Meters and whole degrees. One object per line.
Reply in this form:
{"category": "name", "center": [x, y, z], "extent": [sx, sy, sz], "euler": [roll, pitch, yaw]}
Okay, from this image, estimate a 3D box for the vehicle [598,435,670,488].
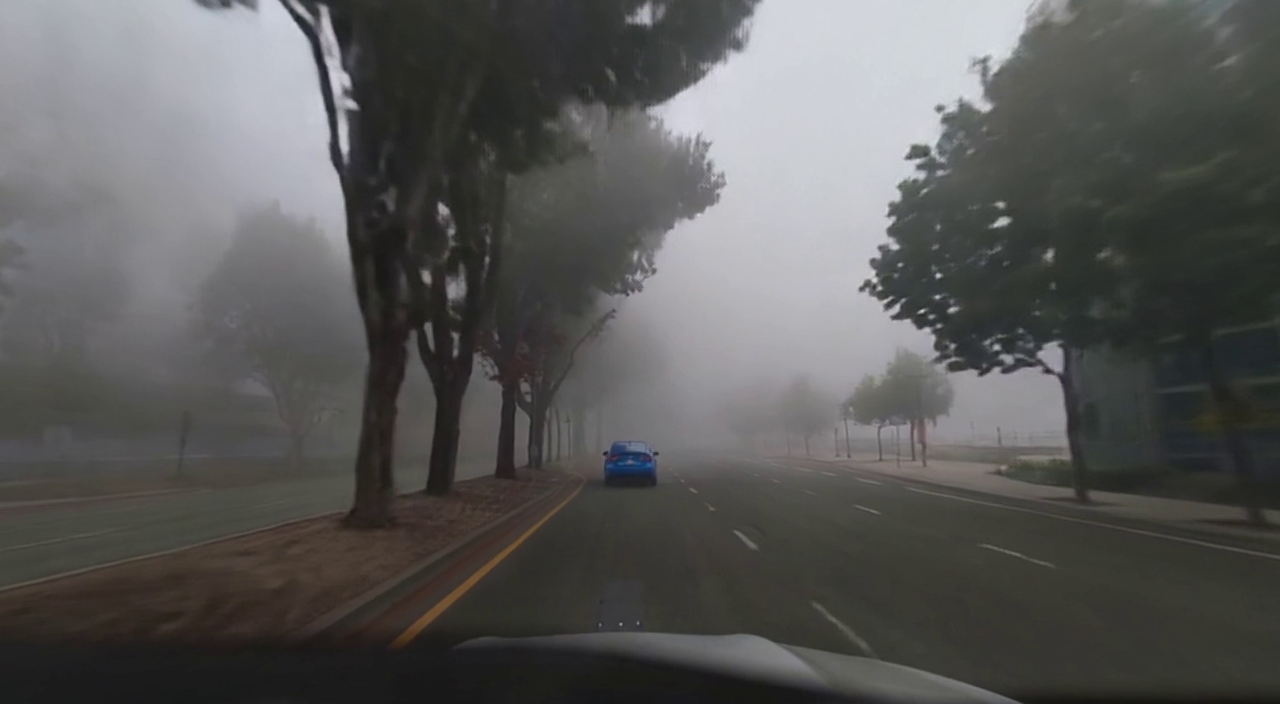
{"category": "vehicle", "center": [-0.294, 3.444, 20.297], "extent": [2.042, 1.479, 4.601], "euler": [0, -8, -3]}
